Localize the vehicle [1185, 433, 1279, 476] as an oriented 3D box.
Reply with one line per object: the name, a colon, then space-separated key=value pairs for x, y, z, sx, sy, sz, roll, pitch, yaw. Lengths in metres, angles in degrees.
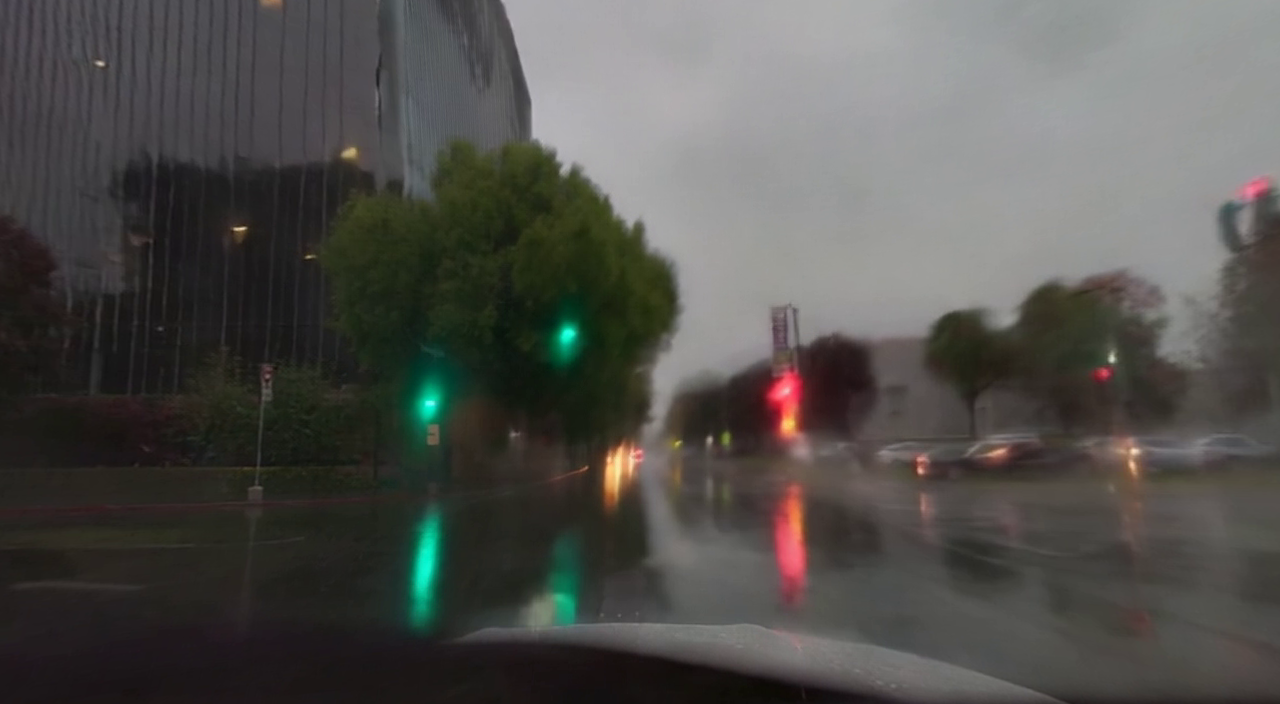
vehicle: x=21.550 y=3.561 z=21.946 sx=1.851 sy=1.388 sz=3.475 roll=-1 pitch=-9 yaw=3

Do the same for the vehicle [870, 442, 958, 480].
vehicle: x=11.917 y=4.660 z=27.159 sx=4.295 sy=1.508 sz=1.955 roll=8 pitch=-12 yaw=-44

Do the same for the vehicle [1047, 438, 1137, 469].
vehicle: x=22.702 y=5.095 z=31.640 sx=1.923 sy=1.463 sz=3.758 roll=-1 pitch=-8 yaw=5

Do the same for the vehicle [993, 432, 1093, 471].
vehicle: x=17.654 y=4.315 z=27.368 sx=4.522 sy=1.546 sz=1.941 roll=5 pitch=-10 yaw=-34

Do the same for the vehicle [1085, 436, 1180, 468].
vehicle: x=25.179 y=5.095 z=32.208 sx=1.900 sy=1.493 sz=3.910 roll=-1 pitch=-8 yaw=5
